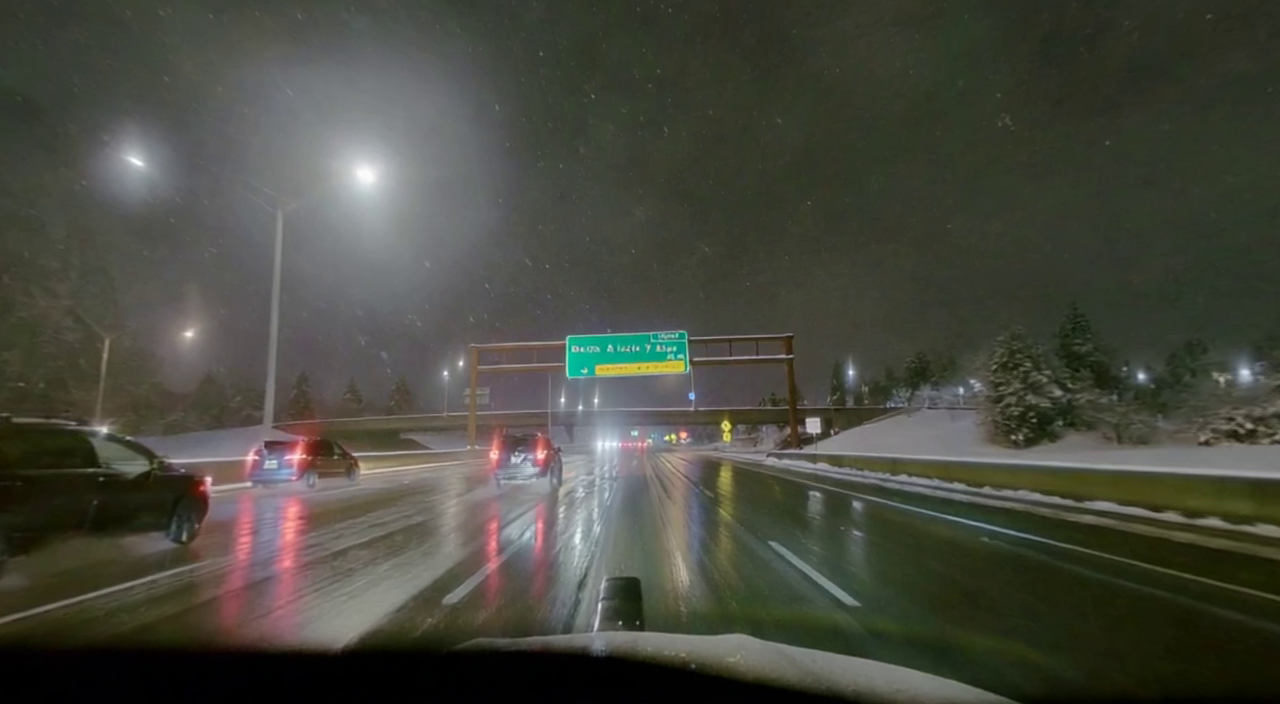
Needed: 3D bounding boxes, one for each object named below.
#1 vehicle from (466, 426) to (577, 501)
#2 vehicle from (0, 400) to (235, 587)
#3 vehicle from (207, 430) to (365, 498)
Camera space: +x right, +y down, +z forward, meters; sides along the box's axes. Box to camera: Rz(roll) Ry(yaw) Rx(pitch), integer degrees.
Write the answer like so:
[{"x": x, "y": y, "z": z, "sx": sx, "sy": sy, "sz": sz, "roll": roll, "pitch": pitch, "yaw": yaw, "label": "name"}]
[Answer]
[{"x": -2.931, "y": 2.879, "z": 16.686, "sx": 2.027, "sy": 1.697, "sz": 4.307, "roll": 0, "pitch": -8, "yaw": 1, "label": "vehicle"}, {"x": -7.092, "y": 1.493, "z": 6.990, "sx": 2.015, "sy": 1.762, "sz": 4.790, "roll": 0, "pitch": -8, "yaw": 0, "label": "vehicle"}, {"x": -10.391, "y": 3.313, "z": 19.095, "sx": 1.969, "sy": 1.759, "sz": 4.758, "roll": 0, "pitch": -8, "yaw": 0, "label": "vehicle"}]
